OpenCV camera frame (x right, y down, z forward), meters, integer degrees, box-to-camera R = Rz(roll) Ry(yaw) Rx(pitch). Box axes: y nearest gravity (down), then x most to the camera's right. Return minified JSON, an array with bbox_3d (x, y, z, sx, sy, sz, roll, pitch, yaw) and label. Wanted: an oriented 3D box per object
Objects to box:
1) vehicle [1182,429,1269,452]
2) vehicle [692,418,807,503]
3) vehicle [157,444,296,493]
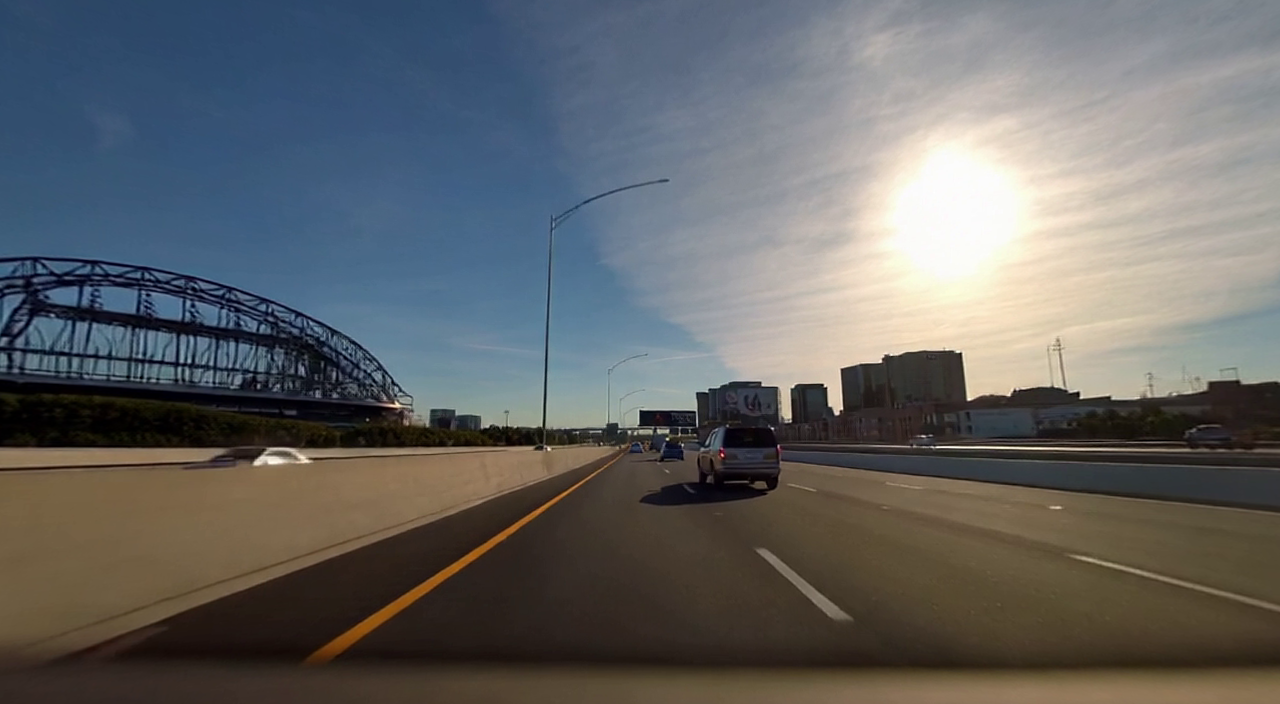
[{"bbox_3d":[41.051,6.259,44.452,1.792,1.508,4.486,0,-9,-1],"label":"vehicle"},{"bbox_3d":[2.821,2.970,17.565,2.199,2.002,4.970,0,-9,-1],"label":"vehicle"},{"bbox_3d":[-14.473,4.077,22.474,1.875,1.527,4.456,0,-9,1],"label":"vehicle"}]
